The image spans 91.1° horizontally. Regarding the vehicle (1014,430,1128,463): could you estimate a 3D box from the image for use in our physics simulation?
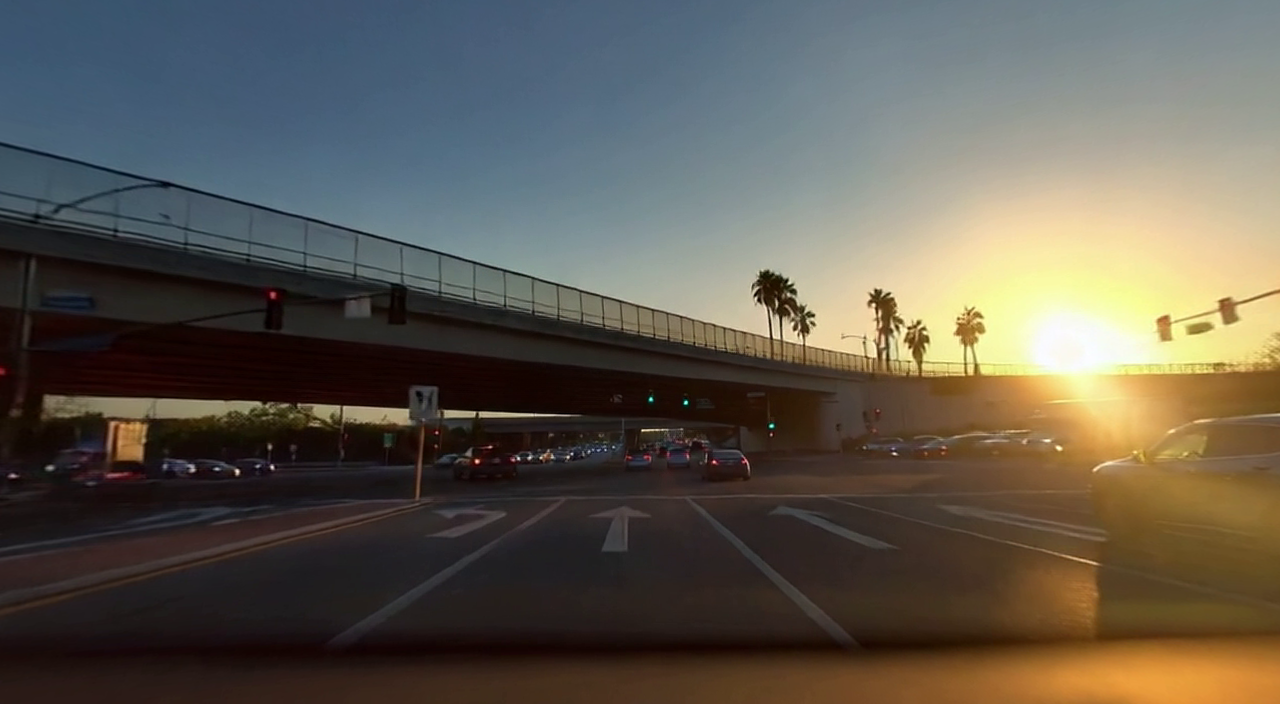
[{"bbox_3d":[24.422,5.403,35.796,4.835,1.536,1.984,-6,-11,14],"label":"vehicle"}]

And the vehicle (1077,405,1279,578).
[{"bbox_3d":[7.148,1.441,6.688,1.964,1.647,4.114,0,-9,0],"label":"vehicle"}]

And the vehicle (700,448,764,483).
[{"bbox_3d":[3.918,4.904,27.385,2.156,1.404,4.120,0,-9,0],"label":"vehicle"}]

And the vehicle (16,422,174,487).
[{"bbox_3d":[-37.228,6.950,42.963,9.093,4.049,3.094,-1,-9,14],"label":"vehicle"}]

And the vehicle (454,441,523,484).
[{"bbox_3d":[-8.011,5.701,32.810,2.485,2.012,5.498,4,-9,-23],"label":"vehicle"}]

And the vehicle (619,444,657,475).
[{"bbox_3d":[-0.141,6.399,37.621,2.172,1.694,4.055,0,-9,0],"label":"vehicle"}]

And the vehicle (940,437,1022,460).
[{"bbox_3d":[23.338,6.631,43.179,4.547,1.527,1.890,-2,-9,15],"label":"vehicle"}]
